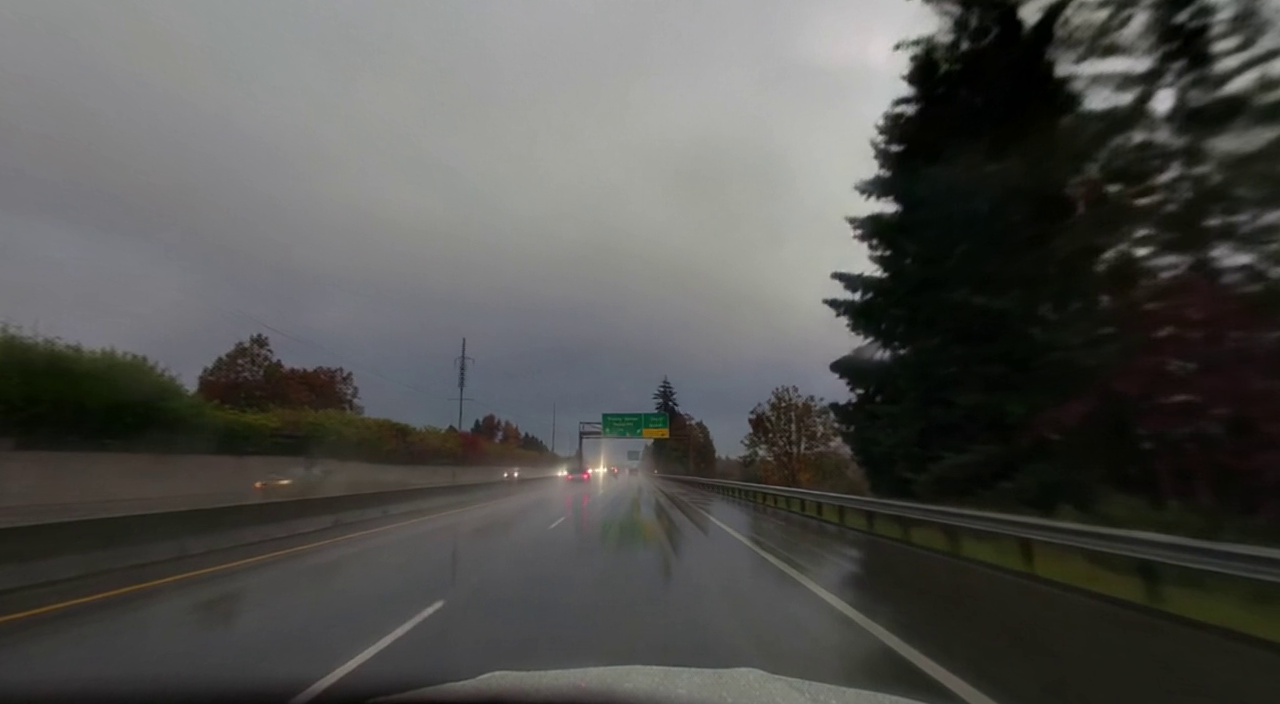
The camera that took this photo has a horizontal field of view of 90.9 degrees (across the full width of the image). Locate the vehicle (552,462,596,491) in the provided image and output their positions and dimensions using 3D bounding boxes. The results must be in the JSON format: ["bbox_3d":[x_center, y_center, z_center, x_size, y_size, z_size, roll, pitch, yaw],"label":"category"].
[{"bbox_3d":[-4.104,7.871,39.921,2.239,1.687,4.598,1,-11,1],"label":"vehicle"}]
